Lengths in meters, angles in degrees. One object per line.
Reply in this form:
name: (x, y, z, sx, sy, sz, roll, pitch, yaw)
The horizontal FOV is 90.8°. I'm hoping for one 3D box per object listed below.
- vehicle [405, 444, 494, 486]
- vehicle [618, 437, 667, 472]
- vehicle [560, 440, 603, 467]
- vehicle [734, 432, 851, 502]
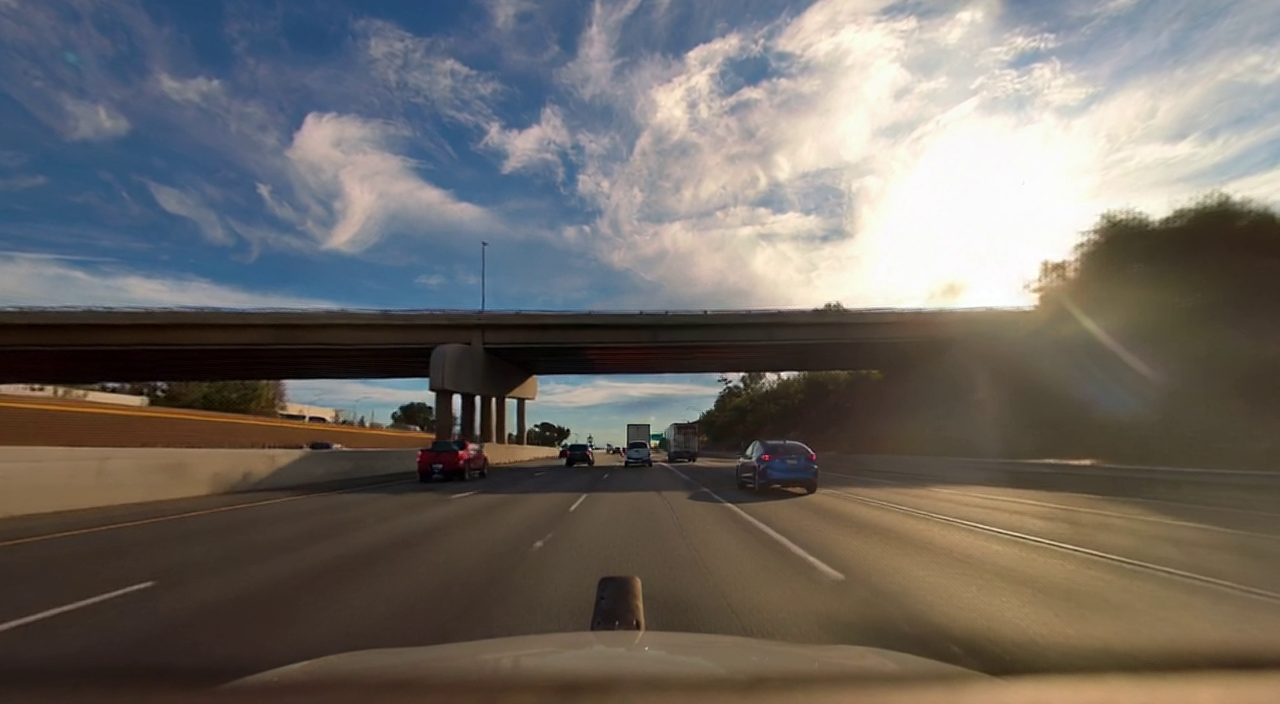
vehicle: (-7.192, 4.288, 24.369, 1.947, 1.444, 4.595, 0, -9, 1)
vehicle: (0.098, 5.858, 36.226, 2.572, 1.837, 5.693, 0, -9, 0)
vehicle: (-3.955, 7.006, 43.636, 2.535, 1.715, 5.030, 0, -9, 0)
vehicle: (3.993, 3.090, 17.344, 2.119, 1.653, 4.000, 0, -9, -1)
